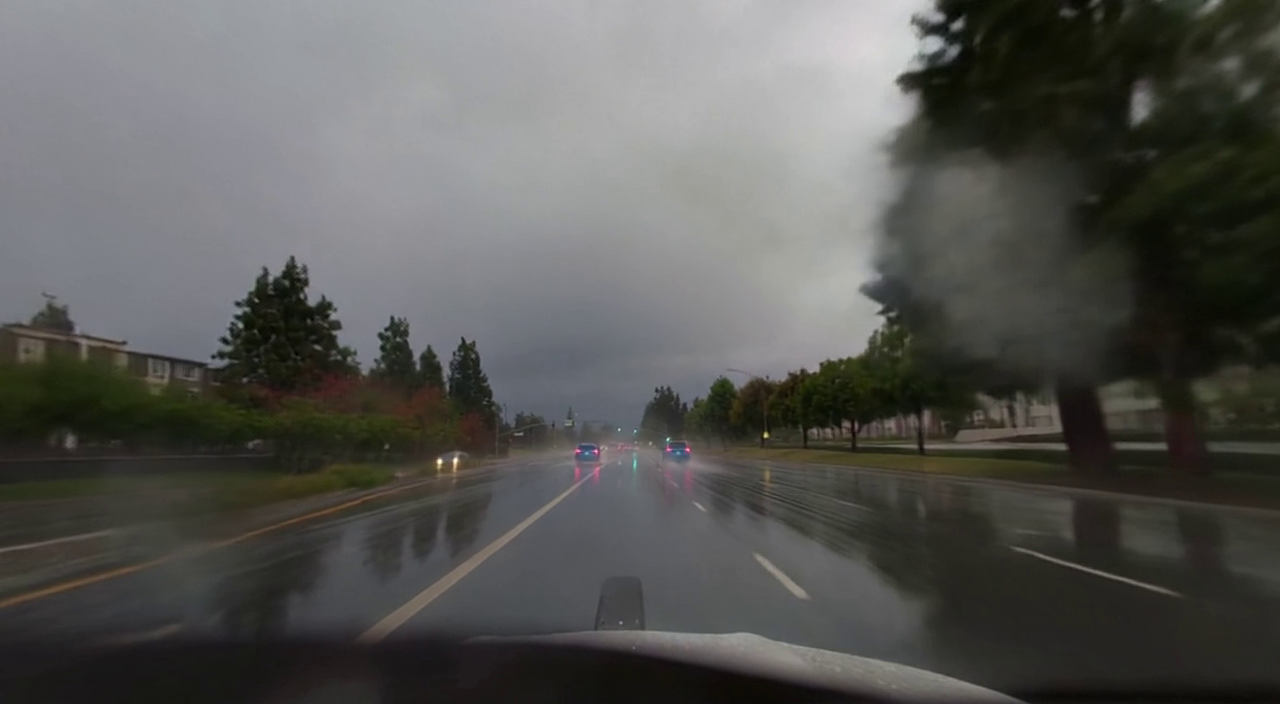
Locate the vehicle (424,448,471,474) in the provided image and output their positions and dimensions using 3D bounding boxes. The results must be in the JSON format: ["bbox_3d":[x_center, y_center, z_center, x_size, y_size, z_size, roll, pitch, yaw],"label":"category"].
[{"bbox_3d":[-12.662,7.144,41.725,1.853,1.595,3.960,0,-8,0],"label":"vehicle"}]

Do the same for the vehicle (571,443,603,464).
[{"bbox_3d":[-4.001,7.738,48.316,2.112,1.471,4.212,0,-8,0],"label":"vehicle"}]

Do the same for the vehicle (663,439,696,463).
[{"bbox_3d":[2.872,7.351,47.146,2.072,1.696,4.177,0,-8,-2],"label":"vehicle"}]
